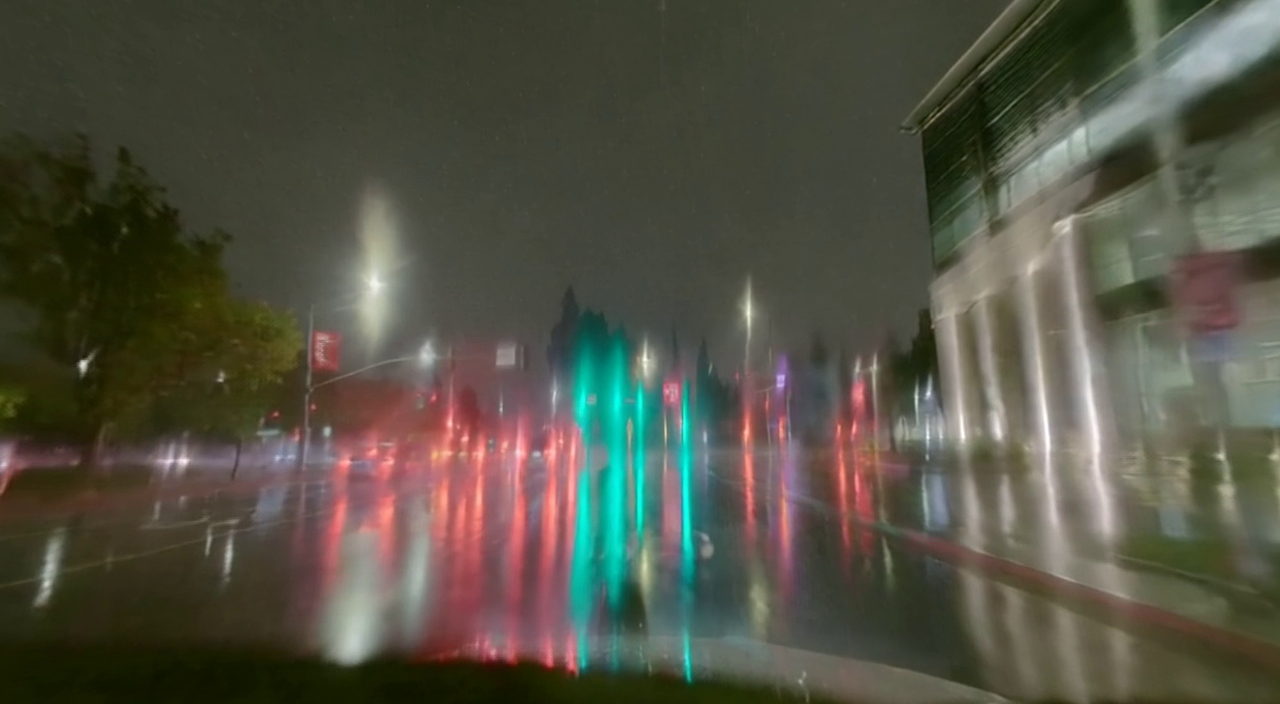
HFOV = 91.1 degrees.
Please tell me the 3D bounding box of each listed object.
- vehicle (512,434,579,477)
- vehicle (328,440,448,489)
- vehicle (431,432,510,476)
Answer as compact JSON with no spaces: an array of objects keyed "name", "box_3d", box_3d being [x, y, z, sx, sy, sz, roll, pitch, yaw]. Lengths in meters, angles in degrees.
[{"name":"vehicle","box_3d":[-3.822,4.272,26.194,2.043,1.636,4.320,0,-9,1]},{"name":"vehicle","box_3d":[-8.134,3.651,20.790,2.030,1.440,4.464,0,-9,2]},{"name":"vehicle","box_3d":[-7.685,4.673,28.988,2.152,1.813,4.751,0,-9,2]}]
